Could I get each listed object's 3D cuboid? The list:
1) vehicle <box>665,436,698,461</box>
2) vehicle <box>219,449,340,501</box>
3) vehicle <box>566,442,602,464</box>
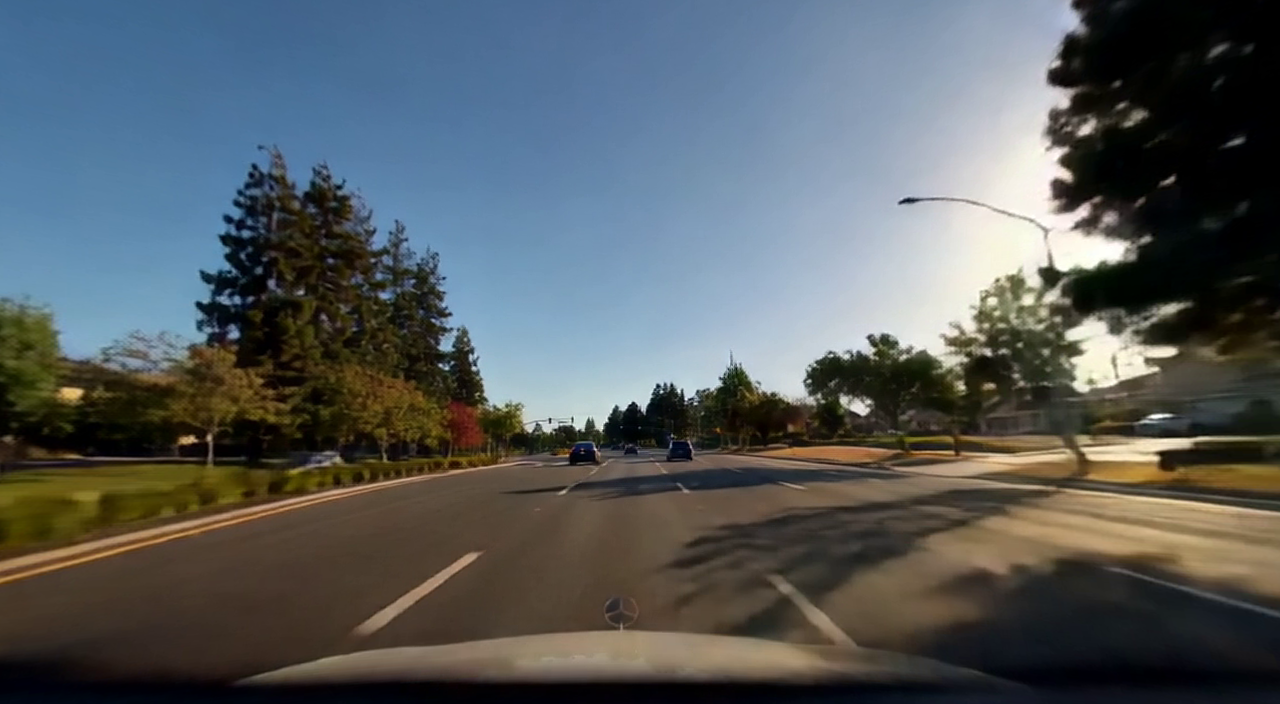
[{"bbox_3d":[2.979,7.074,46.313,2.072,1.696,4.177,0,-8,-1],"label":"vehicle"},{"bbox_3d":[-12.325,4.194,21.940,1.853,1.595,3.960,0,-8,-1],"label":"vehicle"},{"bbox_3d":[-3.852,7.052,44.339,2.112,1.471,4.212,0,-8,0],"label":"vehicle"}]
